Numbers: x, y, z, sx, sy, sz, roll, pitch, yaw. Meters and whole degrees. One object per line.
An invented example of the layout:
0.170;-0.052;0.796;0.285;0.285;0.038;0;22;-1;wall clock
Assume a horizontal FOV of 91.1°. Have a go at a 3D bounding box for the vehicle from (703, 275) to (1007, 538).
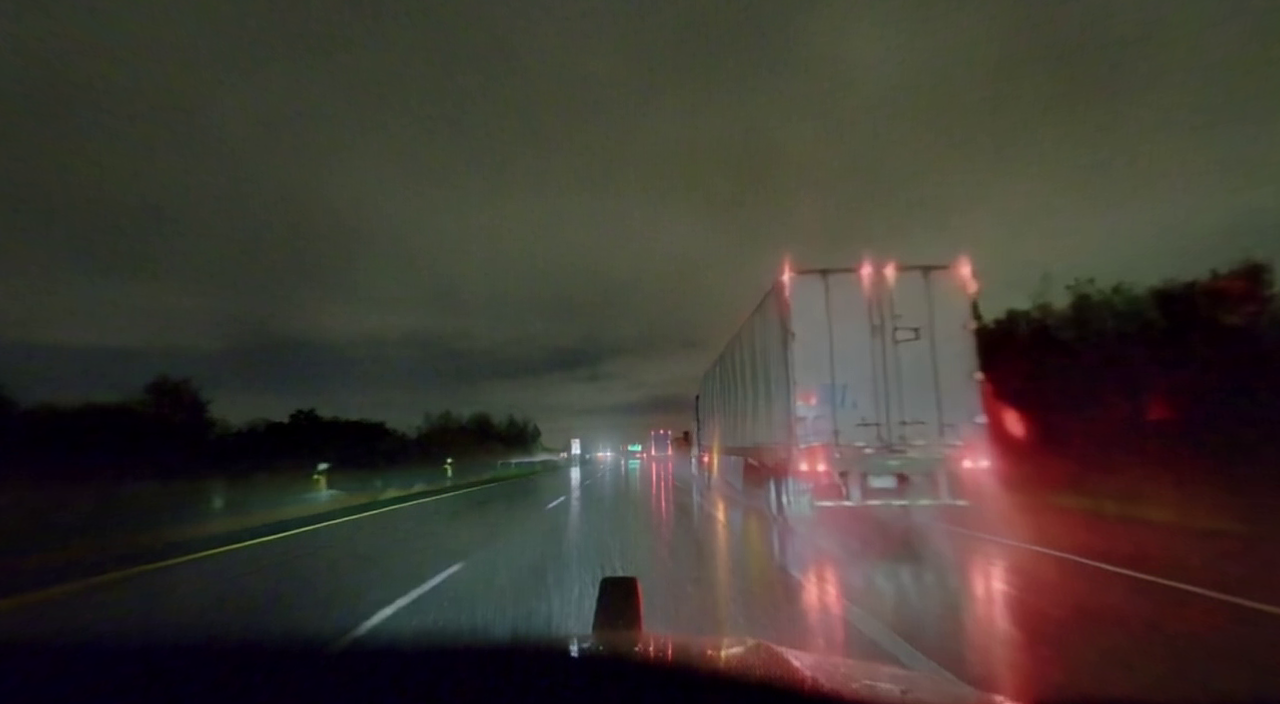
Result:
3.859;1.778;16.102;3.037;3.999;13.133;0;-9;0;vehicle
